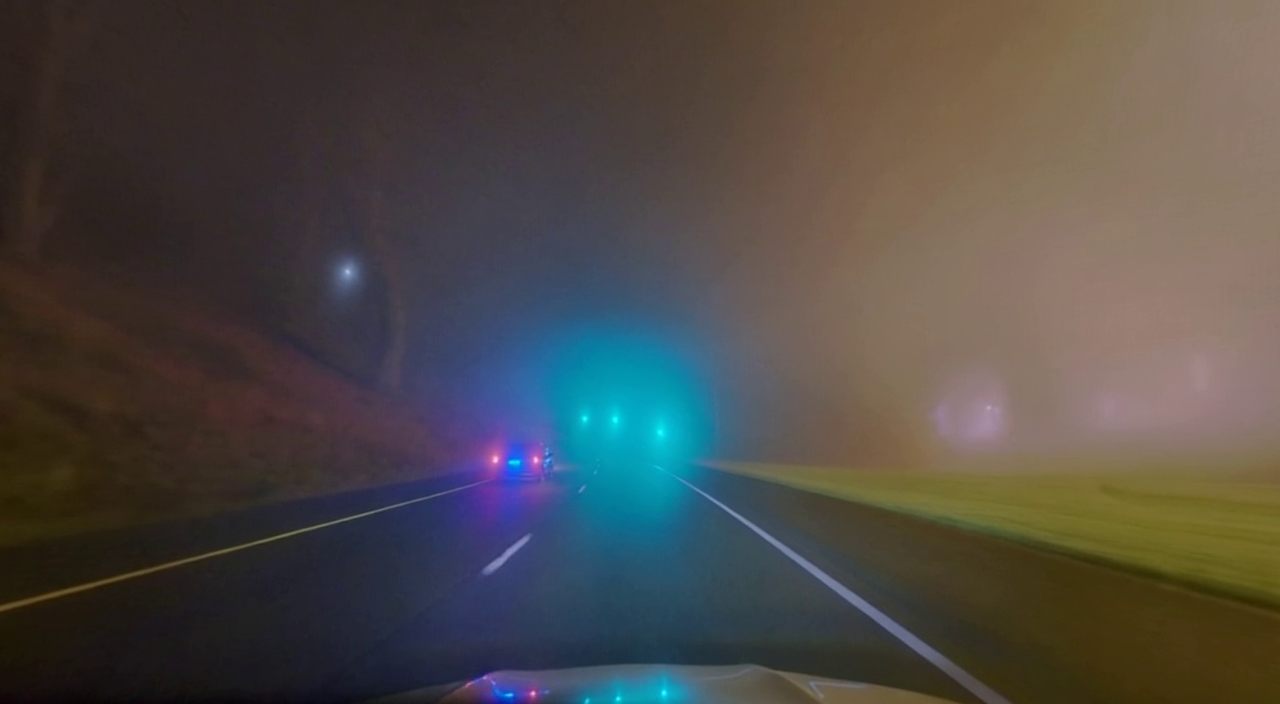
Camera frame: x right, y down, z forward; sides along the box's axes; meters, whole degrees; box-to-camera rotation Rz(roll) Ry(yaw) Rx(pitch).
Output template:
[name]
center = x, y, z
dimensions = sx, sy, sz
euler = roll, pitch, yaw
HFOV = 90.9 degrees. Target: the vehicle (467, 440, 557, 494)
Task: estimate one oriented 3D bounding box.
[vehicle]
center = -3.908, 3.591, 20.130
dimensions = 1.968, 1.503, 4.443
euler = 0, -8, 0
